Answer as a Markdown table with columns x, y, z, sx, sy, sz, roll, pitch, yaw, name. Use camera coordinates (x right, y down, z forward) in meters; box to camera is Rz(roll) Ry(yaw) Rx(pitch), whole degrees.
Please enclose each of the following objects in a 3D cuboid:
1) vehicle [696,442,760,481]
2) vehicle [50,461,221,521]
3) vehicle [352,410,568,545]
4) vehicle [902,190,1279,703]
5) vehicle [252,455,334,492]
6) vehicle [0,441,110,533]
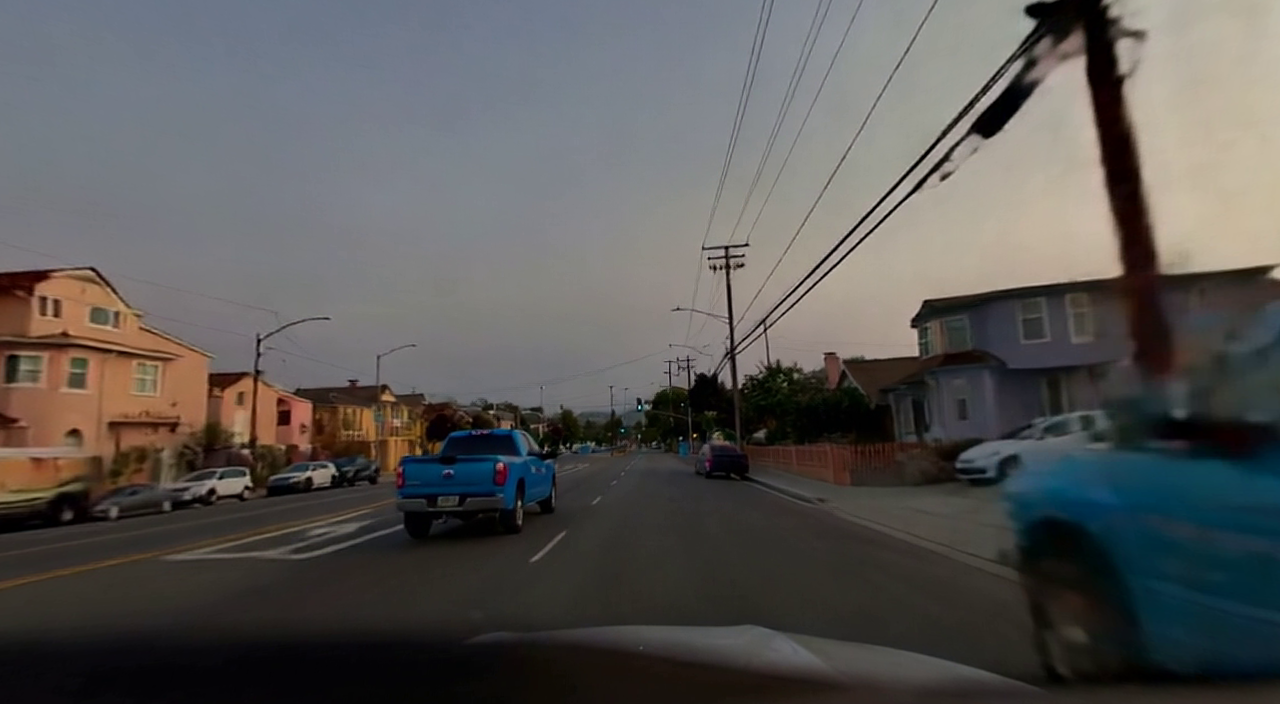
| x | y | z | sx | sy | sz | roll | pitch | yaw | name |
| --- | --- | --- | --- | --- | --- | --- | --- | --- | --- |
| 3.590 | 4.540 | 26.419 | 2.012 | 1.491 | 4.333 | 0 | -9 | -1 | vehicle |
| -15.625 | 4.286 | 19.870 | 2.026 | 1.617 | 3.933 | 0 | -9 | 1 | vehicle |
| -2.868 | 2.183 | 11.658 | 2.242 | 1.890 | 5.306 | 0 | -9 | 2 | vehicle |
| 3.036 | 0.435 | 1.069 | 2.415 | 2.004 | 6.589 | 0 | -9 | 1 | vehicle |
| -18.474 | 6.444 | 33.792 | 1.954 | 1.785 | 4.136 | 0 | -9 | 1 | vehicle |
| -19.312 | 3.918 | 18.435 | 2.159 | 2.586 | 5.899 | 0 | -9 | 3 | vehicle |
